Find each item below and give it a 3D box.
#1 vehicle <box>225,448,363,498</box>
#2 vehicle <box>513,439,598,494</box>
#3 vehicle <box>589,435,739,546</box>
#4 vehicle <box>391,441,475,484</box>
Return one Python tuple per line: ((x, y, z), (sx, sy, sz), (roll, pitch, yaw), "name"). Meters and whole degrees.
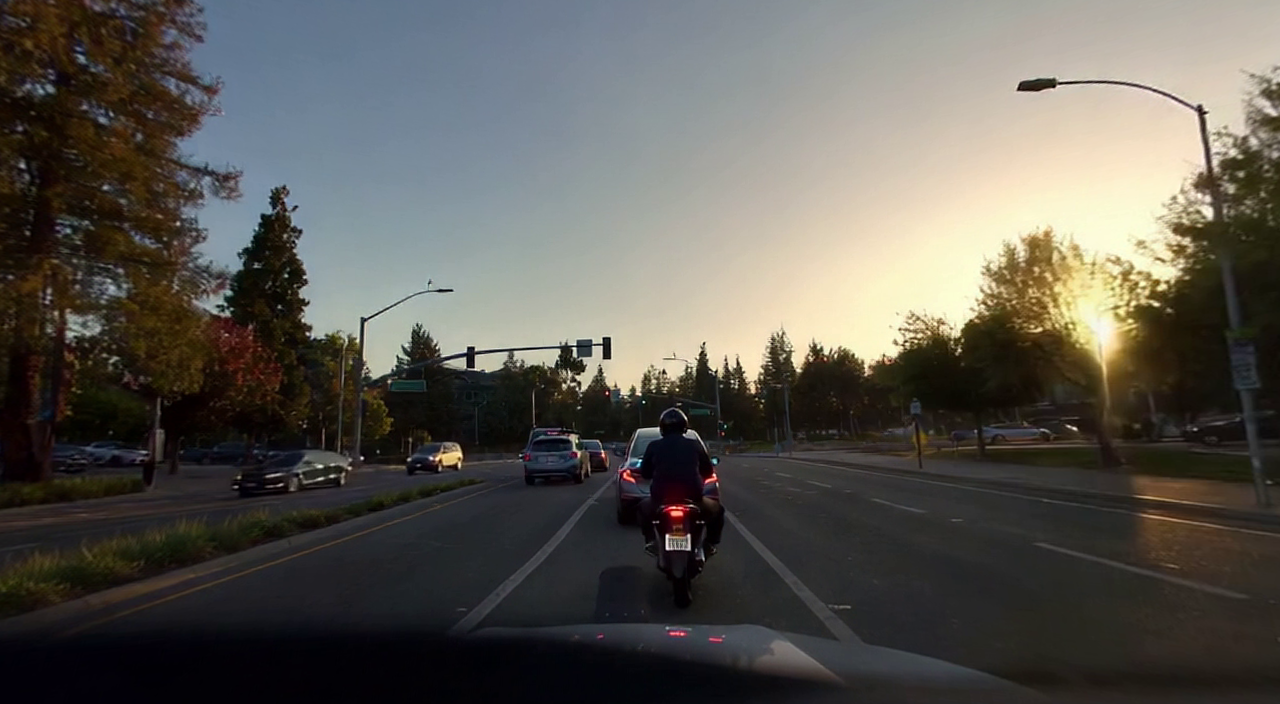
((-11.263, 3.925, 20.982), (1.936, 1.425, 4.630), (-1, -8, 0), "vehicle")
((-2.505, 3.499, 19.654), (1.979, 1.499, 3.840), (-1, -8, 2), "vehicle")
((0.339, 2.193, 10.807), (2.009, 1.450, 4.608), (-1, -8, 1), "vehicle")
((-7.779, 4.148, 24.080), (1.735, 1.480, 4.137), (-1, -8, 1), "vehicle")
